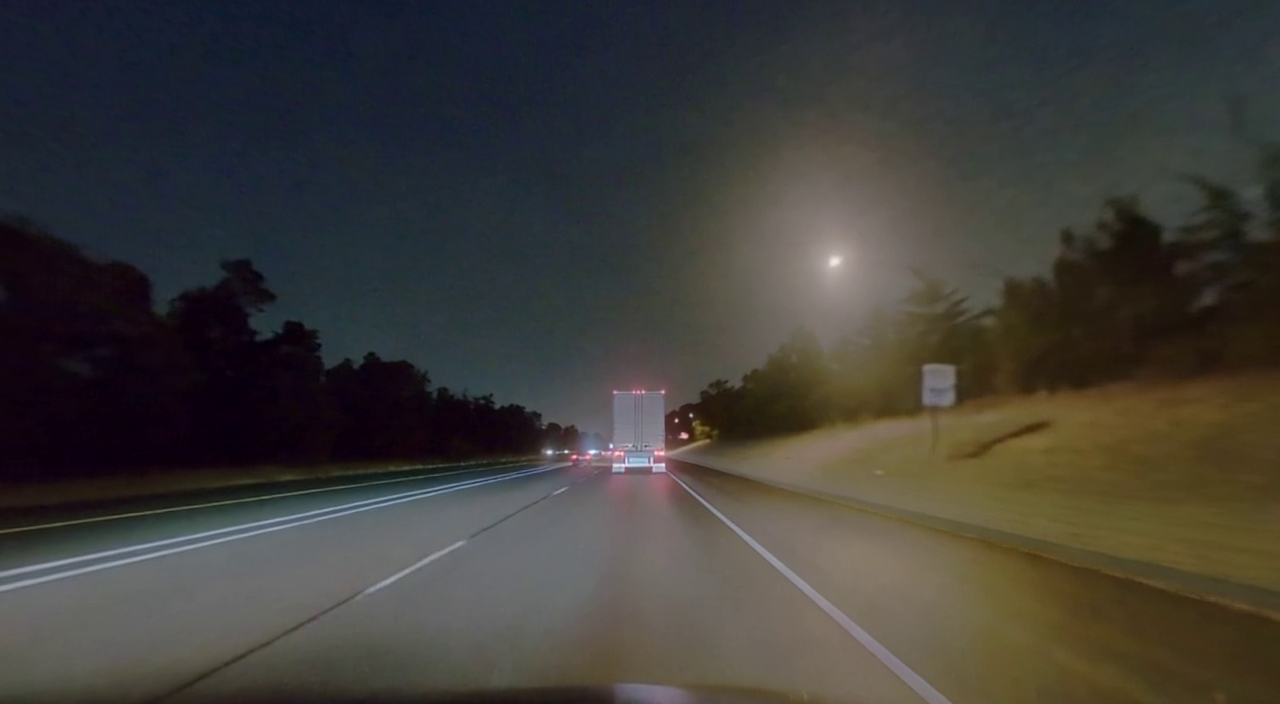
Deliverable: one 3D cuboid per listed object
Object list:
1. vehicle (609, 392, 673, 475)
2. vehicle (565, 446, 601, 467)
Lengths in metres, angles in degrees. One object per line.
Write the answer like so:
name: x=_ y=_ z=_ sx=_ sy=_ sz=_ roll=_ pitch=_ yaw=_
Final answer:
vehicle: x=0.057 y=4.568 z=34.375 sx=2.959 sy=3.828 sz=9.617 roll=0 pitch=-9 yaw=0
vehicle: x=-4.197 y=7.814 z=47.126 sx=2.206 sy=1.478 sz=4.824 roll=0 pitch=-9 yaw=0
